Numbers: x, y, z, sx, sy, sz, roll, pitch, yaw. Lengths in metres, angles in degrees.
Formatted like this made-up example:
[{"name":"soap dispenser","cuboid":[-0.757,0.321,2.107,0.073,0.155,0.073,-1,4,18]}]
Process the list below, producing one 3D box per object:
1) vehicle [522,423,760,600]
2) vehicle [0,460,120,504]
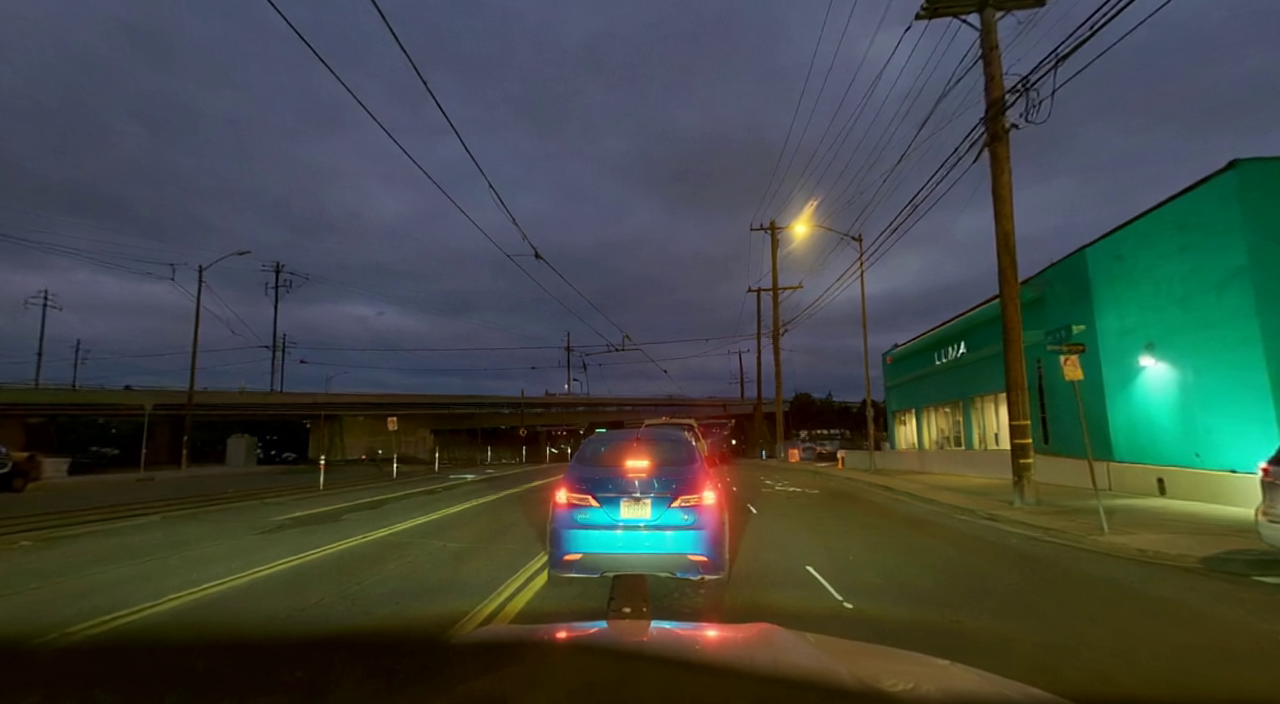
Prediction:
[{"name":"vehicle","cuboid":[0.093,1.709,7.618,2.090,1.518,4.033,-1,-9,3]},{"name":"vehicle","cuboid":[-21.929,4.673,22.835,4.566,1.453,1.935,-1,-9,5]}]
